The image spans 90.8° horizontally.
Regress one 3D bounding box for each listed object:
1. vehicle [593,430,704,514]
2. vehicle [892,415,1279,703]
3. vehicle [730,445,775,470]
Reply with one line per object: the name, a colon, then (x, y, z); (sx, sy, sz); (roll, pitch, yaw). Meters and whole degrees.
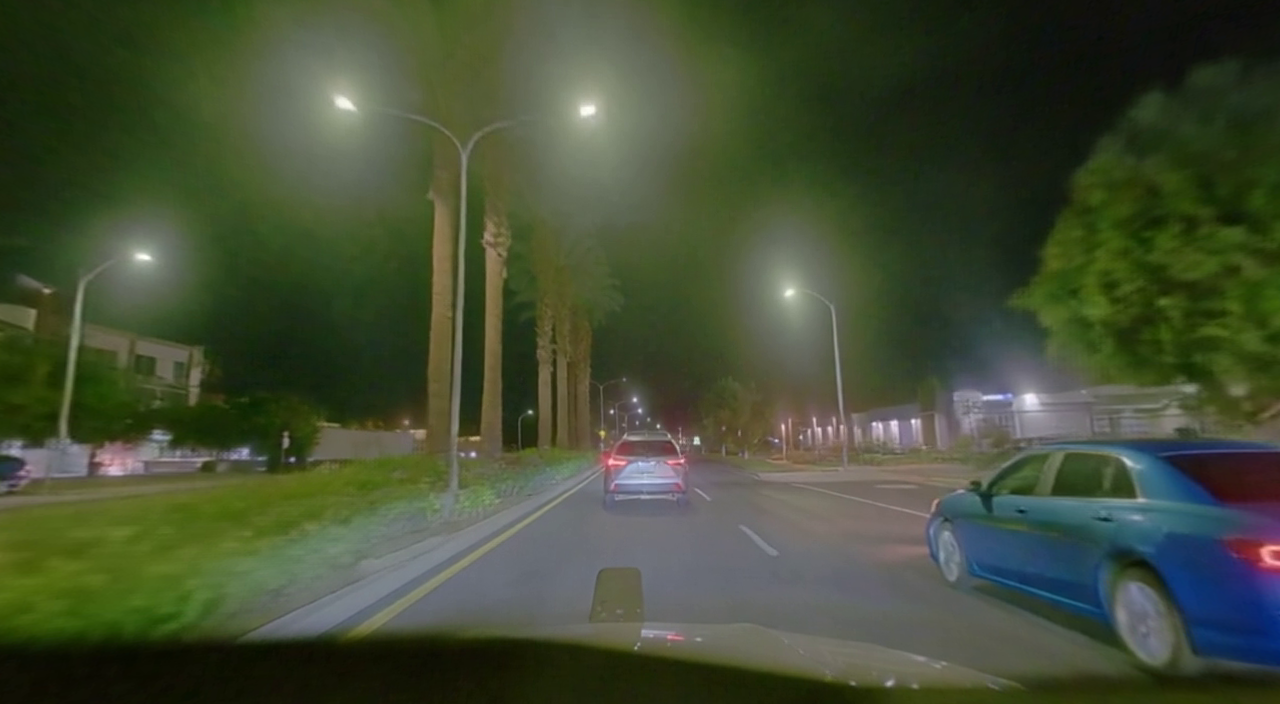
vehicle: (0.144, 2.765, 15.085); (2.239, 1.693, 4.301); (0, -8, -1)
vehicle: (3.937, 1.354, 5.055); (1.941, 1.472, 4.570); (0, -9, 0)
vehicle: (6.961, 6.572, 39.579); (1.930, 1.457, 4.267); (0, -9, -2)
